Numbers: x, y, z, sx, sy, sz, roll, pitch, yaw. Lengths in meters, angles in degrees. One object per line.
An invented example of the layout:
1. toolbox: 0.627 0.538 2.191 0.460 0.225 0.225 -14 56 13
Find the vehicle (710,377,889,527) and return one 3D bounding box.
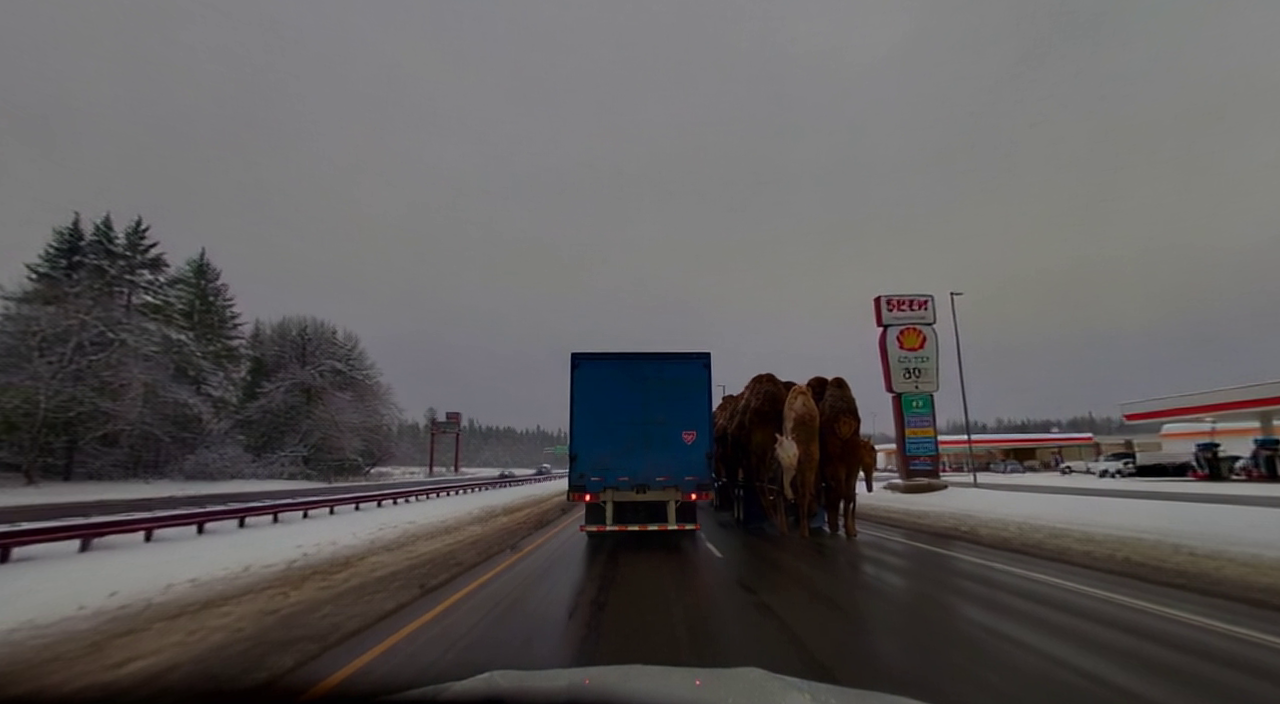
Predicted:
1. vehicle: 4.424 3.287 20.244 2.936 3.640 9.443 1 -10 -2

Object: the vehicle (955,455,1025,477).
1. vehicle: 24.530 8.020 44.324 1.762 1.470 4.485 3 -11 -11

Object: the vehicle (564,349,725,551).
1. vehicle: 0.042 2.376 14.813 2.618 3.306 8.676 1 -10 0

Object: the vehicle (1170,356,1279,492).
1. vehicle: 20.853 1.651 16.139 2.771 4.075 13.513 1 -11 0
